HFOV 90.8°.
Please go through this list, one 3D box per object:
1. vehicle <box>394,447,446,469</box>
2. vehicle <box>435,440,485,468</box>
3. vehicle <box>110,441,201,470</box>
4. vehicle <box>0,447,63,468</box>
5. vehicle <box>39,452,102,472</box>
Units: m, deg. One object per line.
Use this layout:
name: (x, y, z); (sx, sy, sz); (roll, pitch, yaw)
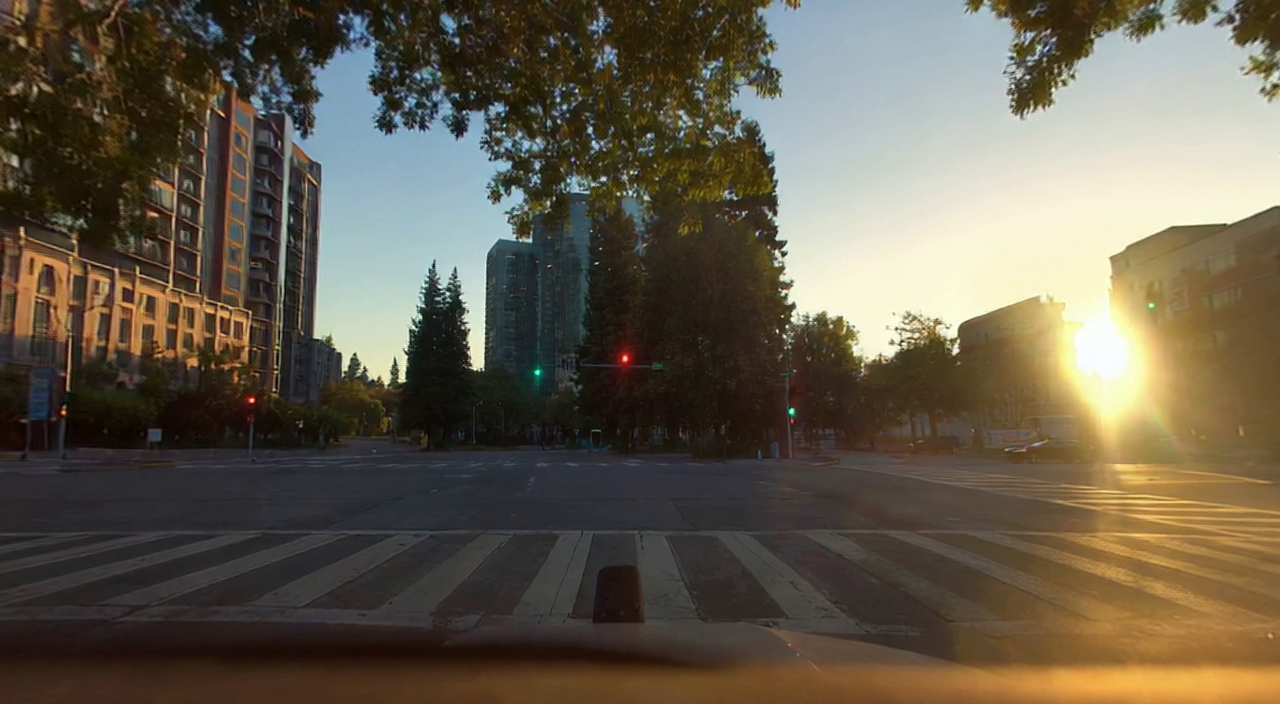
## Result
vehicle: (-15.520, 7.450, 44.808); (2.056, 1.450, 4.343); (0, -8, 1)
vehicle: (-11.959, 6.798, 42.319); (2.080, 1.763, 4.341); (0, -8, 0)
vehicle: (-34.905, 7.423, 45.729); (2.204, 1.955, 5.518); (0, -8, 0)
vehicle: (-45.255, 7.769, 46.587); (1.858, 1.467, 3.624); (0, -8, 0)
vehicle: (-41.601, 8.021, 46.220); (1.552, 1.339, 3.340); (-2, -9, 0)
